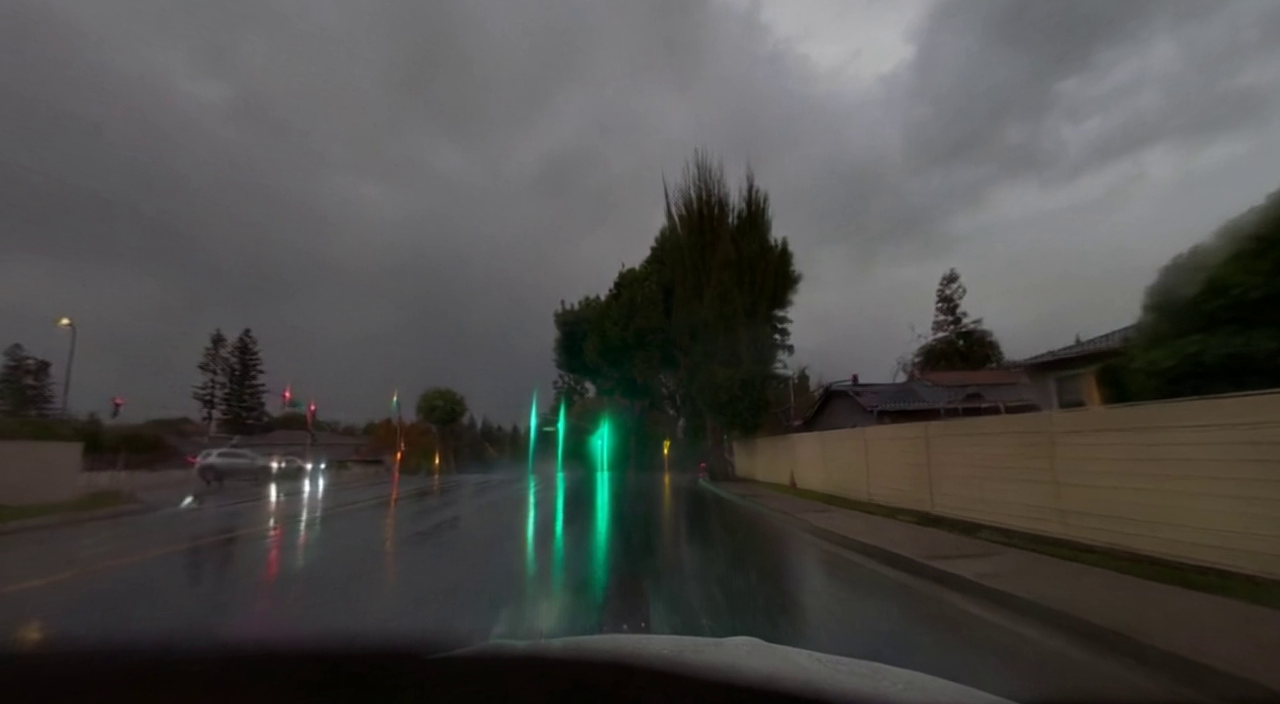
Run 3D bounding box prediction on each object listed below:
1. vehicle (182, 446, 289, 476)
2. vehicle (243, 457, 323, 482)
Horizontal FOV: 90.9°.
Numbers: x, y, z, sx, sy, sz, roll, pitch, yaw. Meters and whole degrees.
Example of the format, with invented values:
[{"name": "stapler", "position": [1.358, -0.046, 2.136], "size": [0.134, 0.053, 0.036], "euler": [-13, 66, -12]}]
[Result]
[{"name": "vehicle", "position": [-25.379, 6.836, 39.763], "size": [5.107, 1.749, 2.254], "euler": [0, -9, -7]}, {"name": "vehicle", "position": [-26.449, 8.720, 46.846], "size": [4.664, 1.728, 1.959], "euler": [1, -9, -7]}]
